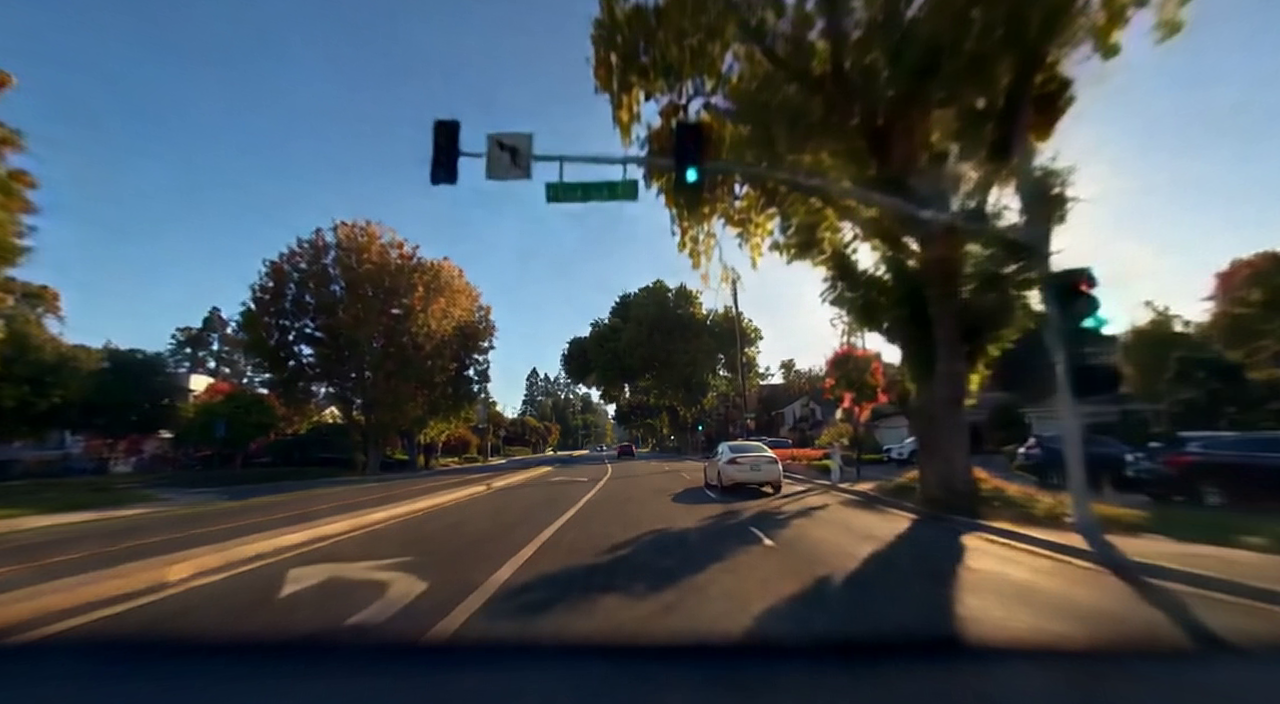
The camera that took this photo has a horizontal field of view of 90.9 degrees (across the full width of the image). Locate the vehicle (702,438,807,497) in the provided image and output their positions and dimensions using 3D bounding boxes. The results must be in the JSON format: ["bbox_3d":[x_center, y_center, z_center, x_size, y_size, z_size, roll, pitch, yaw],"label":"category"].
[{"bbox_3d":[3.105,3.242,18.106,2.134,1.476,4.327,0,-8,-1],"label":"vehicle"}]

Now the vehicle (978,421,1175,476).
[{"bbox_3d":[13.489,3.006,19.697,4.689,1.583,1.947,0,-8,-1],"label":"vehicle"}]

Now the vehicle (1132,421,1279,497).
[{"bbox_3d":[14.119,2.350,13.997,4.514,1.546,2.044,-1,-8,5],"label":"vehicle"}]

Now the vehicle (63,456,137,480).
[{"bbox_3d":[-38.115,8.189,44.621,1.733,1.527,3.731,0,-9,4],"label":"vehicle"}]
